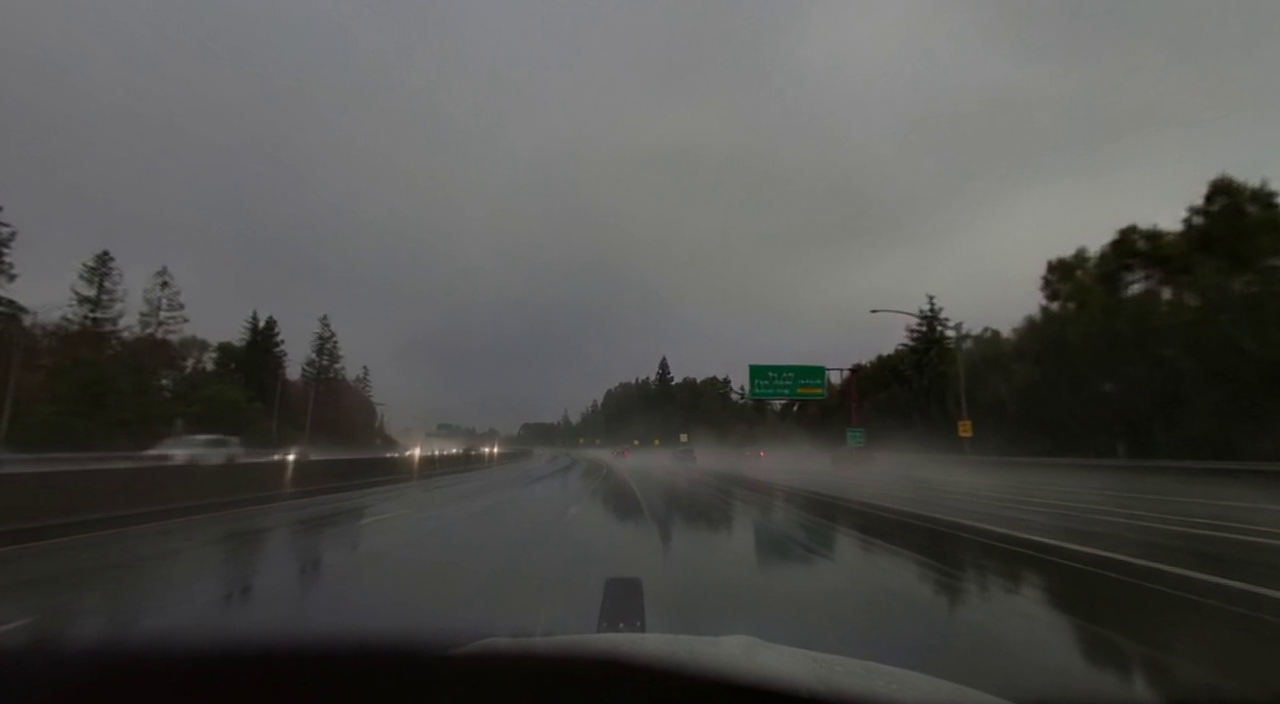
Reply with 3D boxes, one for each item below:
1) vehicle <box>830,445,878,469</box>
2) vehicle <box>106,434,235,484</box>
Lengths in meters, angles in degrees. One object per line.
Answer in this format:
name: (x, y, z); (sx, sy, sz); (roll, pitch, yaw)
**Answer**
vehicle: (15.478, 7.604, 45.777); (1.955, 1.607, 4.232); (0, -9, -2)
vehicle: (-20.328, 4.637, 27.609); (2.029, 1.975, 4.759); (0, -9, -1)
